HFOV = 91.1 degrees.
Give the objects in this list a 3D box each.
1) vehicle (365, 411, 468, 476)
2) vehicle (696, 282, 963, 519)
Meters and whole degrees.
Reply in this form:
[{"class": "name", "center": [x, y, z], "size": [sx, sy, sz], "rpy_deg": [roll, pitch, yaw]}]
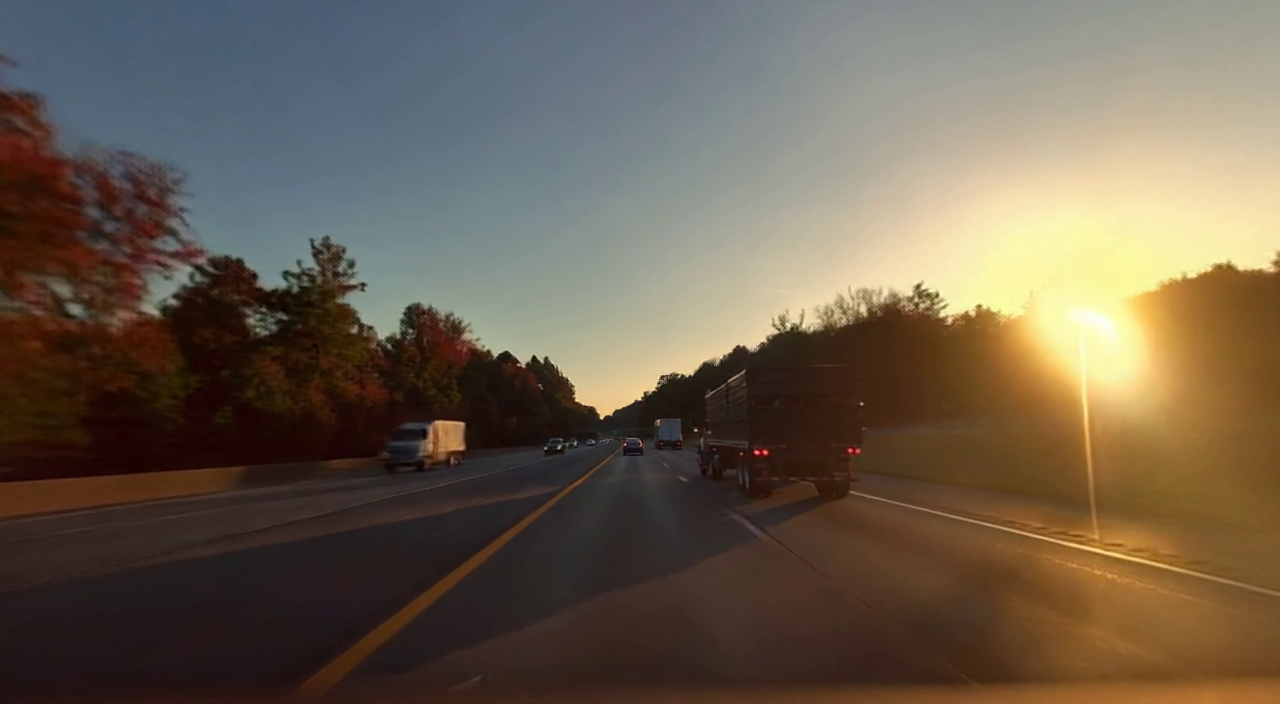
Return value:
[{"class": "vehicle", "center": [-12.586, 5.251, 36.333], "size": [2.977, 3.133, 8.363], "rpy_deg": [-3, -8, 0]}, {"class": "vehicle", "center": [3.773, 1.691, 17.539], "size": [2.919, 4.004, 13.911], "rpy_deg": [0, -8, -1]}]
